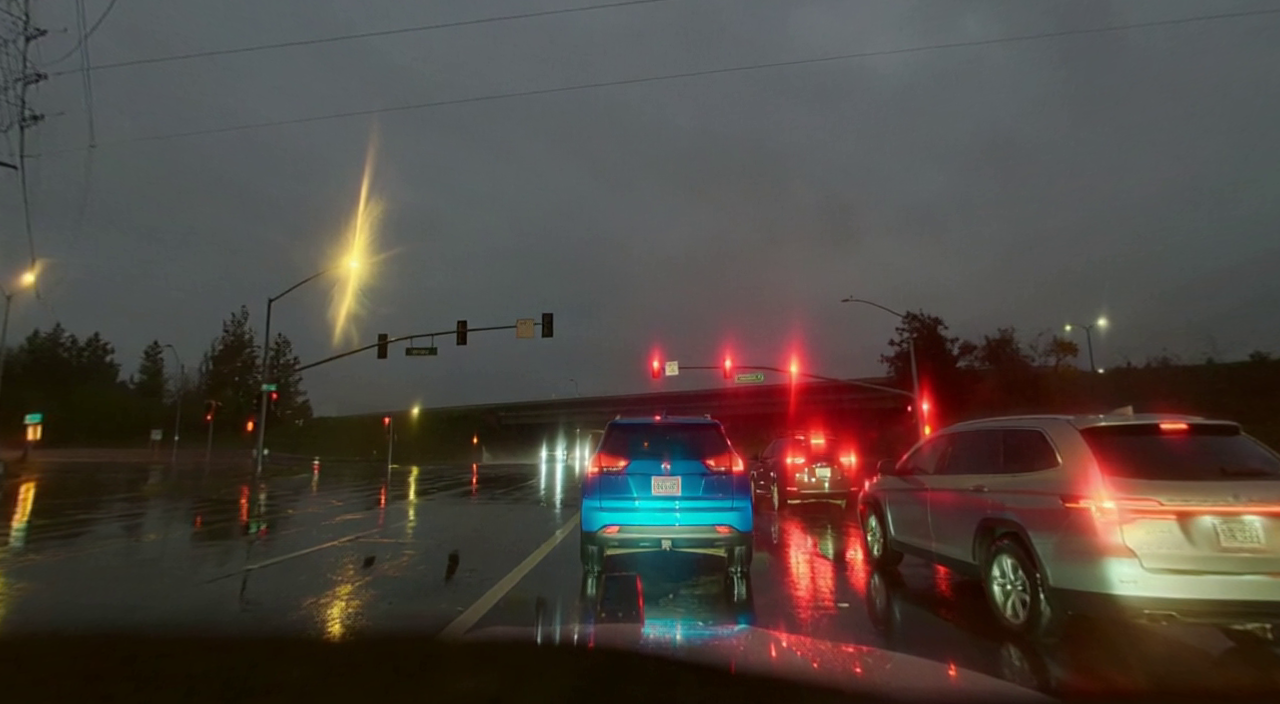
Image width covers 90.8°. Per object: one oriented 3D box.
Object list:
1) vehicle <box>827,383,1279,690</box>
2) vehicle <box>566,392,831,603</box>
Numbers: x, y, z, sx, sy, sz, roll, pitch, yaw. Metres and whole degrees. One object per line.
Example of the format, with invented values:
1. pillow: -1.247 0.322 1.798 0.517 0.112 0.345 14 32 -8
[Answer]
1. vehicle: 3.413 1.335 5.795 1.990 1.649 4.625 0 -8 0
2. vehicle: 0.450 1.553 7.600 2.240 1.778 4.335 0 -8 -1
